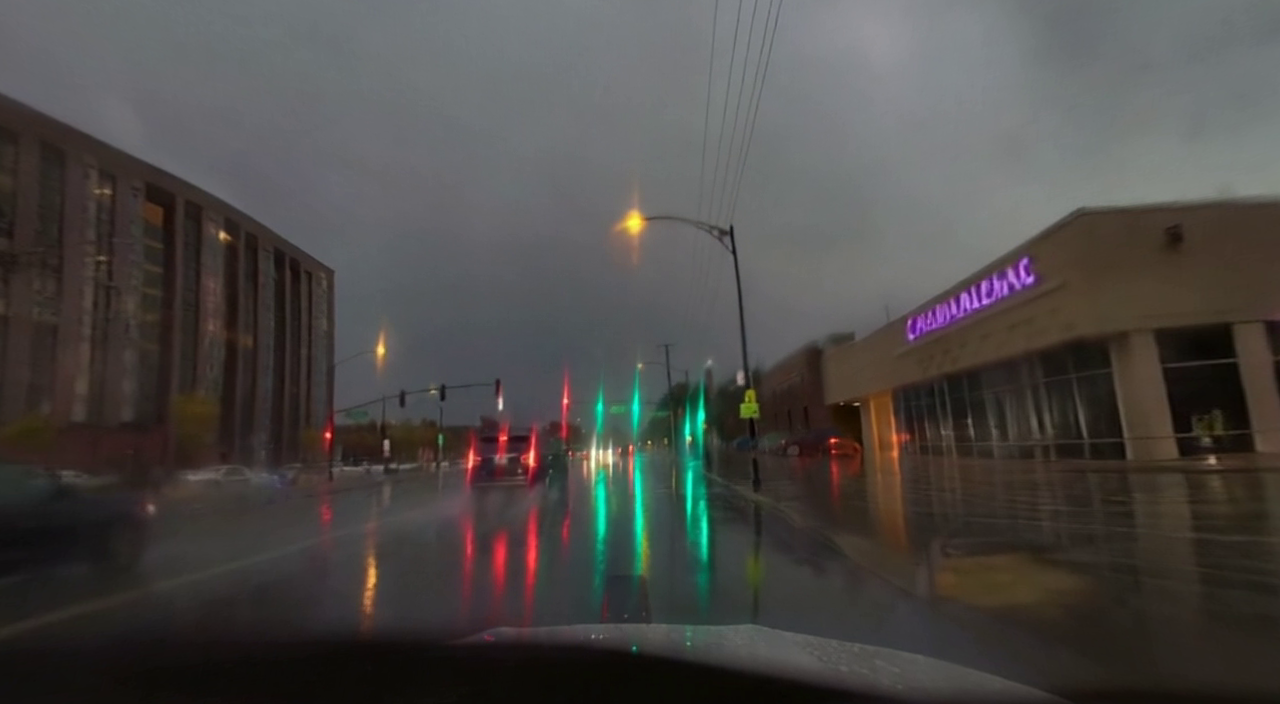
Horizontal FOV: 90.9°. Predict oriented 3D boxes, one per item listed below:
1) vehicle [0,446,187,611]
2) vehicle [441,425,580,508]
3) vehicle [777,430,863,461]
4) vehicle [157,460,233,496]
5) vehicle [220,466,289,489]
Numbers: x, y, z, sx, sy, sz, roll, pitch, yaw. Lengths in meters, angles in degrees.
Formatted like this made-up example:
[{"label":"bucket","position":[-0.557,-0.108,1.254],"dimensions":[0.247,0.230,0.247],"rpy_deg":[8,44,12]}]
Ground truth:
[{"label":"vehicle","position":[-6.659,1.546,5.419],"dimensions":[1.950,1.450,4.657],"rpy_deg":[0,-8,2]},{"label":"vehicle","position":[-3.008,2.821,15.962],"dimensions":[2.277,1.743,4.893],"rpy_deg":[-1,-8,2]},{"label":"vehicle","position":[10.304,5.406,36.435],"dimensions":[4.361,1.550,2.087],"rpy_deg":[1,-12,3]},{"label":"vehicle","position":[-28.250,7.992,40.057],"dimensions":[3.755,1.646,1.961],"rpy_deg":[-3,-8,-40]},{"label":"vehicle","position":[-28.843,9.348,47.190],"dimensions":[3.971,1.500,1.887],"rpy_deg":[8,-12,-43]}]
